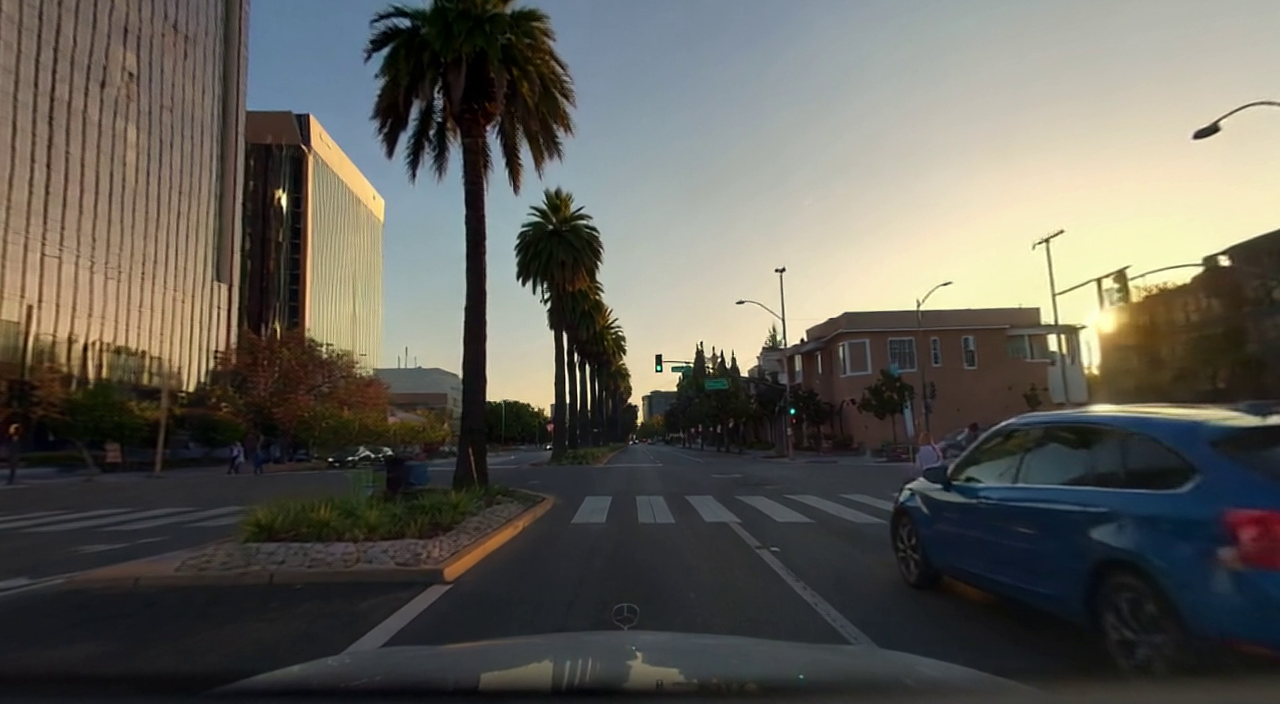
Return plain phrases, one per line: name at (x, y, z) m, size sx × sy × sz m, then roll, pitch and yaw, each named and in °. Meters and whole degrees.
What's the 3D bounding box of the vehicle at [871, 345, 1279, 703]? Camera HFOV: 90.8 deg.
vehicle at (3.348, 1.060, 4.070) m, size 2.060 × 1.631 × 4.169 m, roll 0°, pitch -9°, yaw -1°
